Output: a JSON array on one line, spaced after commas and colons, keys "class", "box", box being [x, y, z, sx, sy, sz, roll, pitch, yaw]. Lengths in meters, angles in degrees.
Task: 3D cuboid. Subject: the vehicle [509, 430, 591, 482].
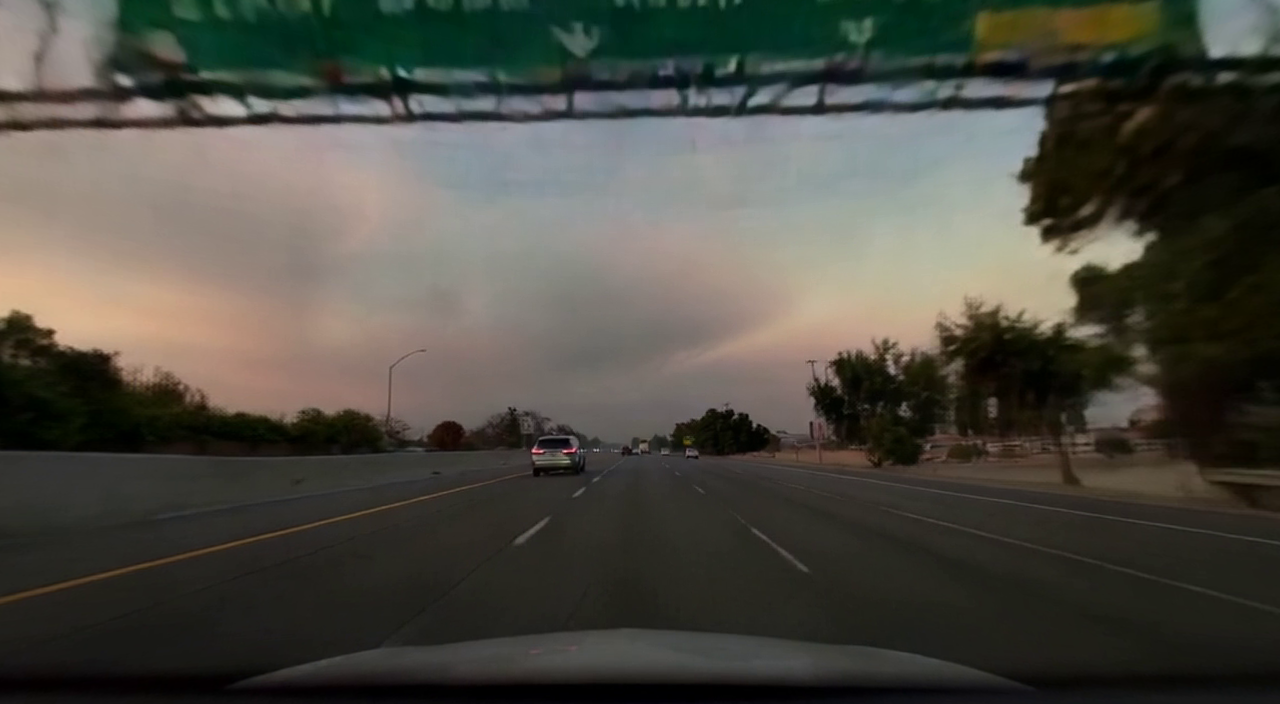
[{"class": "vehicle", "box": [-3.626, 4.356, 26.723, 2.431, 1.928, 5.760, 0, -9, 2]}]

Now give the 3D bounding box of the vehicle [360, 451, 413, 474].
[{"class": "vehicle", "box": [-18.635, 8.095, 46.432, 1.912, 1.534, 4.514, 0, -9, 1]}]
